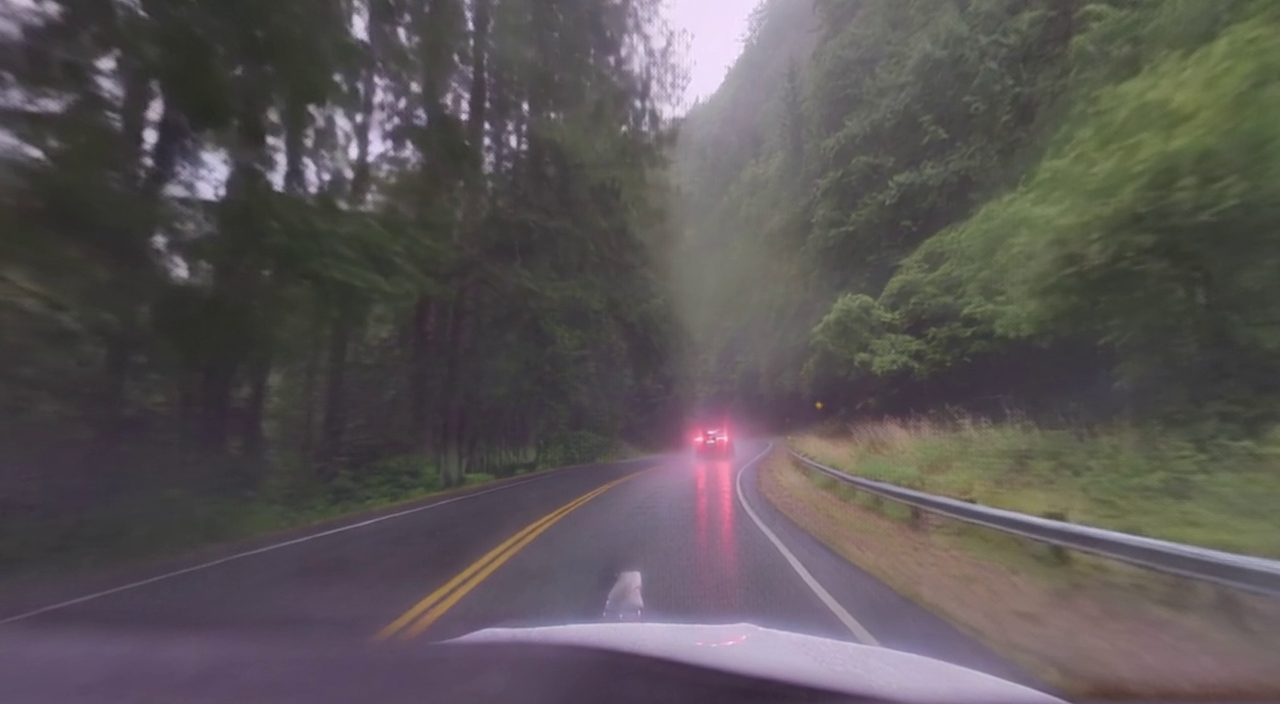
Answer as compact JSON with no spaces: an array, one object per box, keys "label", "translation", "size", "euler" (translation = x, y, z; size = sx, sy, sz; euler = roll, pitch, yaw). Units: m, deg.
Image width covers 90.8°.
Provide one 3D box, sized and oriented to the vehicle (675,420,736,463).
[{"label":"vehicle","translation":[3.425,4.541,31.947],"size":[2.469,1.953,5.605],"euler":[-2,-9,12]}]
